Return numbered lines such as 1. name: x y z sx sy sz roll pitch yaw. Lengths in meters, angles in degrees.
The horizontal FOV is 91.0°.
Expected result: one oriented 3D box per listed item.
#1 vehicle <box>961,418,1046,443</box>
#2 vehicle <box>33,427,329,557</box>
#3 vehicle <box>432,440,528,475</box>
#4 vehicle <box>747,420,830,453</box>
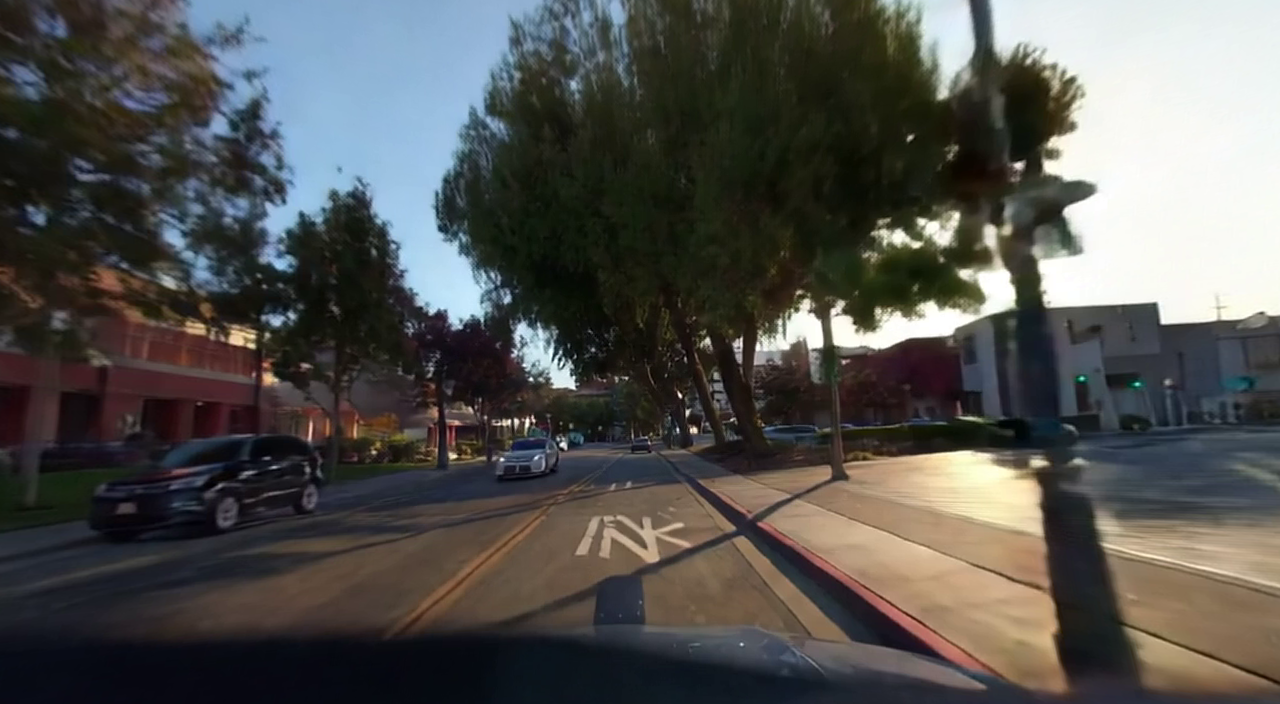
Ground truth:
1. vehicle: 23.675 5.151 41.110 4.371 1.614 1.910 0 -8 -3
2. vehicle: -7.508 2.232 11.020 1.950 1.743 4.312 -2 -7 0
3. vehicle: -8.764 5.797 34.731 1.879 1.543 4.778 -14 -14 43
4. vehicle: 10.843 6.161 46.268 5.453 1.794 2.011 -6 -6 -1
